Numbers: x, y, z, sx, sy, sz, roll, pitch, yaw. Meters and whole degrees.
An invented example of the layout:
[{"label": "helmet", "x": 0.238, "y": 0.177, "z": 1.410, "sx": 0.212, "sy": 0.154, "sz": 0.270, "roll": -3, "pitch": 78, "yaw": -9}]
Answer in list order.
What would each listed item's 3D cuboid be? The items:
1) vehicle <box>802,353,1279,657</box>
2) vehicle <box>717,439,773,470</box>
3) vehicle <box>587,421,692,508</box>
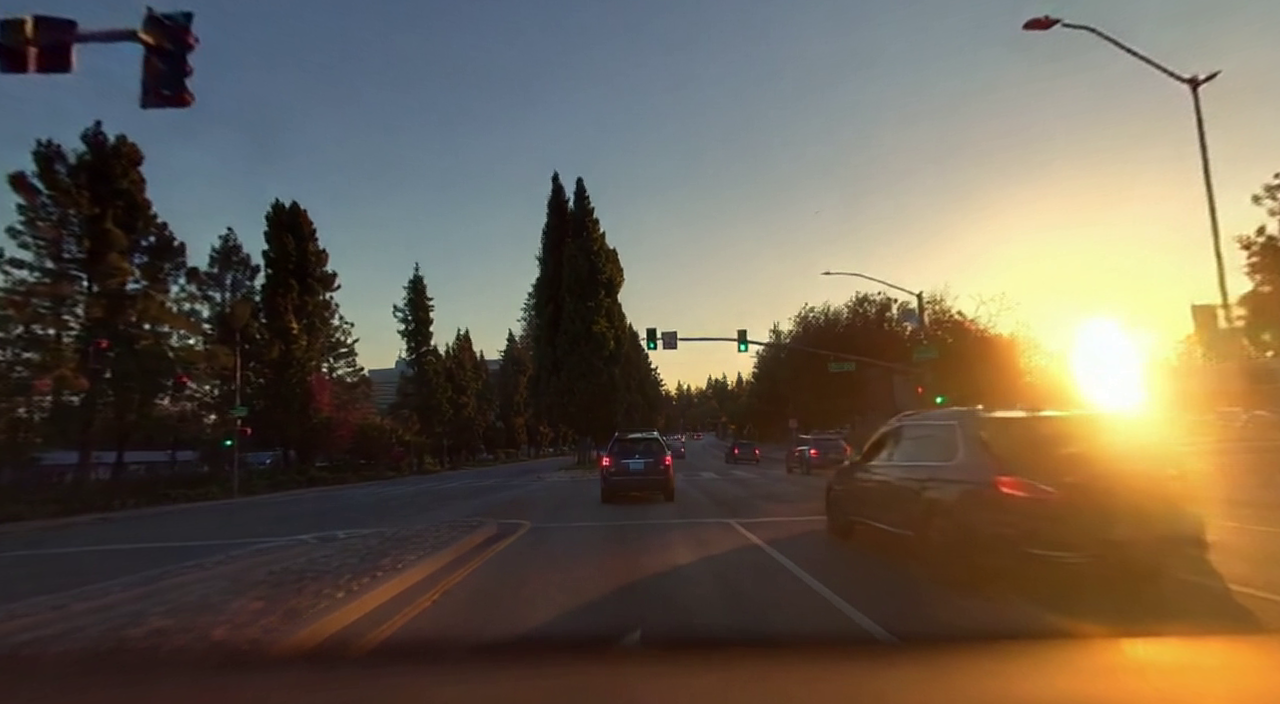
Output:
[{"label": "vehicle", "x": 3.399, "y": 1.290, "z": 6.420, "sx": 2.057, "sy": 1.788, "sz": 5.216, "roll": -1, "pitch": -9, "yaw": 0}, {"label": "vehicle", "x": 6.339, "y": 6.296, "z": 38.930, "sx": 2.440, "sy": 1.775, "sz": 4.791, "roll": 0, "pitch": -9, "yaw": -2}, {"label": "vehicle", "x": -0.059, "y": 2.834, "z": 16.237, "sx": 2.353, "sy": 1.894, "sz": 4.122, "roll": 0, "pitch": -9, "yaw": -1}]
